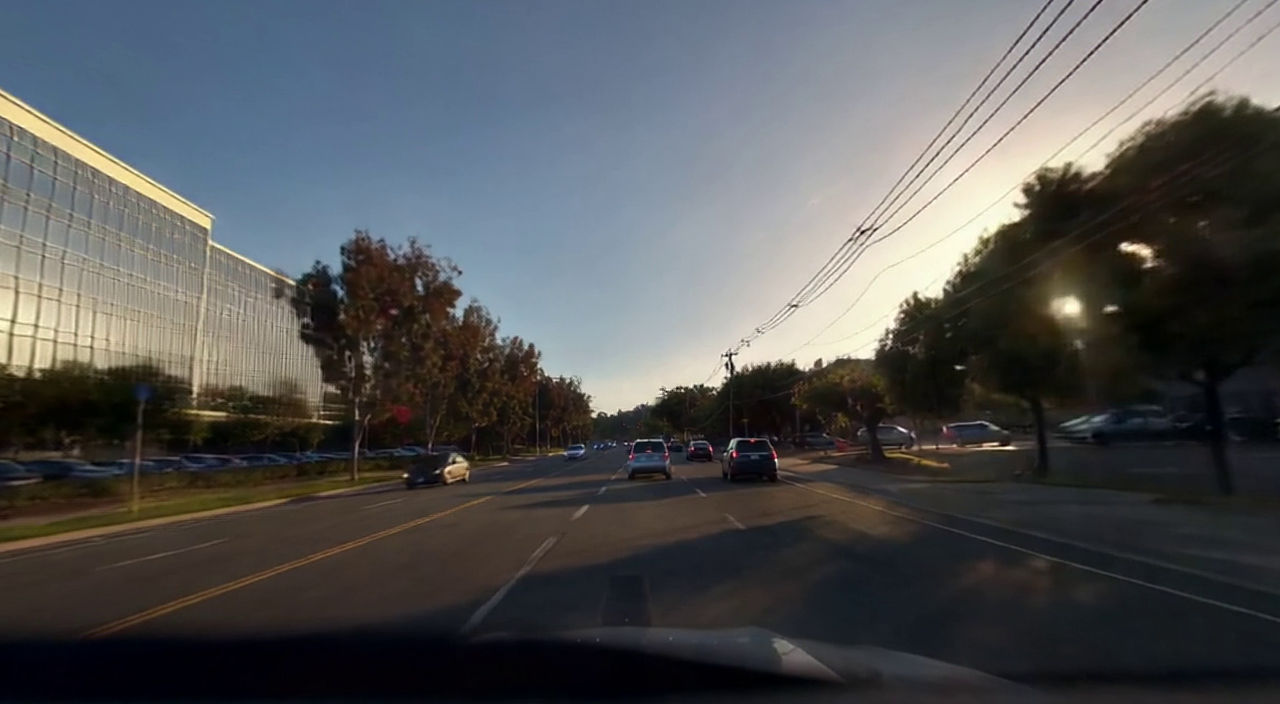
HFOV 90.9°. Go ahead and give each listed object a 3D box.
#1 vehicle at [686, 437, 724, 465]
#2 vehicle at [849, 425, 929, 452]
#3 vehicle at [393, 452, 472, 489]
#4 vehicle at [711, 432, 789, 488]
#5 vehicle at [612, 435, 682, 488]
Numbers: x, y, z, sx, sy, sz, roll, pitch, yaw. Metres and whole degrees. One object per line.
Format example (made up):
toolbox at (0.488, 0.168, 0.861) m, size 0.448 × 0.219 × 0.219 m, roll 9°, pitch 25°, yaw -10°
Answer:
vehicle at (4.214, 6.530, 41.582) m, size 2.024 × 1.711 × 4.512 m, roll 0°, pitch -8°, yaw 0°
vehicle at (16.294, 5.678, 41.357) m, size 4.392 × 1.709 × 2.002 m, roll 0°, pitch -9°, yaw -1°
vehicle at (-9.482, 5.426, 29.205) m, size 2.040 × 1.507 × 4.598 m, roll 0°, pitch -8°, yaw 1°
vehicle at (3.602, 3.626, 21.420) m, size 1.914 × 1.698 × 4.049 m, roll 0°, pitch -8°, yaw 0°
vehicle at (0.245, 3.759, 21.951) m, size 2.200 × 1.653 × 4.127 m, roll 0°, pitch -8°, yaw 1°
